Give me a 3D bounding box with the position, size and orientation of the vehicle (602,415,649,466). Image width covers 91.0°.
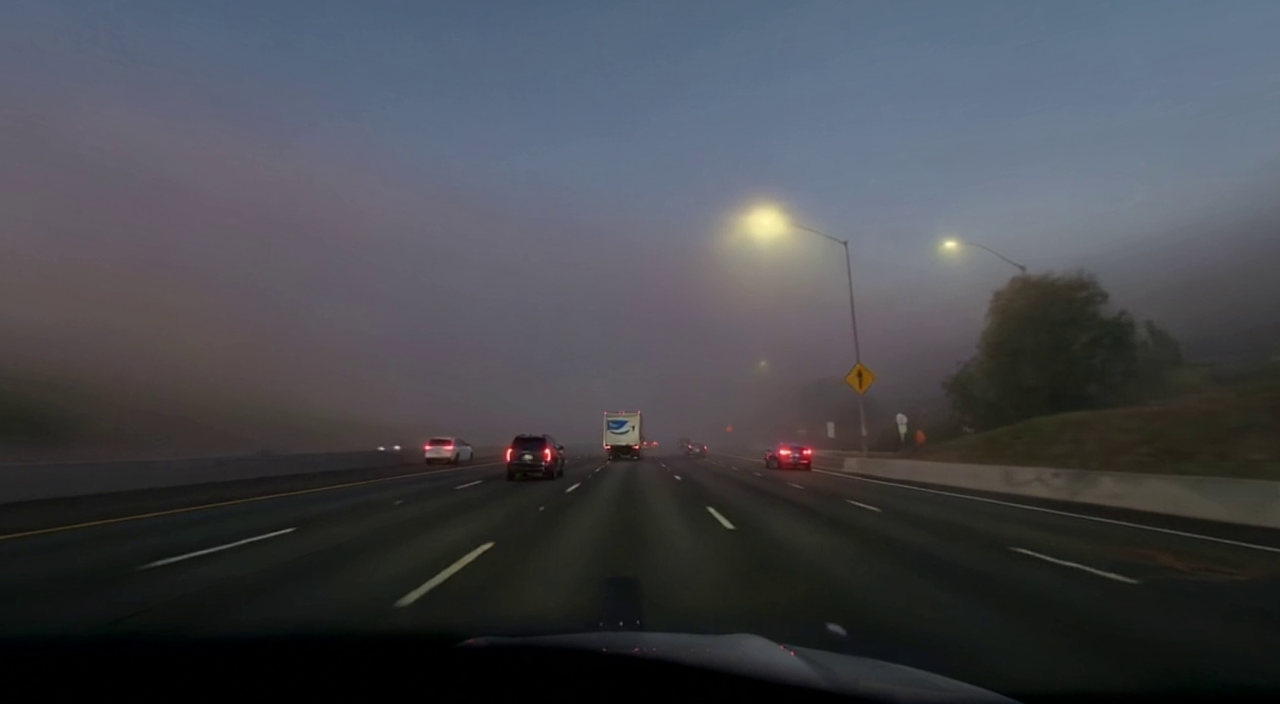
[{"bbox_3d":[-0.722,5.178,36.657,2.456,2.705,6.251,0,-8,2],"label":"vehicle"}]

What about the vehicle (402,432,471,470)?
[{"bbox_3d":[-10.130,4.957,31.683,2.023,1.739,4.229,0,-8,0],"label":"vehicle"}]

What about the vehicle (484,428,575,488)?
[{"bbox_3d":[-3.413,3.362,20.289,2.095,1.688,4.188,0,-8,1],"label":"vehicle"}]

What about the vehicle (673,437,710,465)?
[{"bbox_3d":[3.278,6.357,40.612,2.067,1.654,3.985,0,-8,0],"label":"vehicle"}]

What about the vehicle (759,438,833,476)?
[{"bbox_3d":[6.753,4.606,27.830,1.970,1.499,4.491,1,-8,-2],"label":"vehicle"}]
